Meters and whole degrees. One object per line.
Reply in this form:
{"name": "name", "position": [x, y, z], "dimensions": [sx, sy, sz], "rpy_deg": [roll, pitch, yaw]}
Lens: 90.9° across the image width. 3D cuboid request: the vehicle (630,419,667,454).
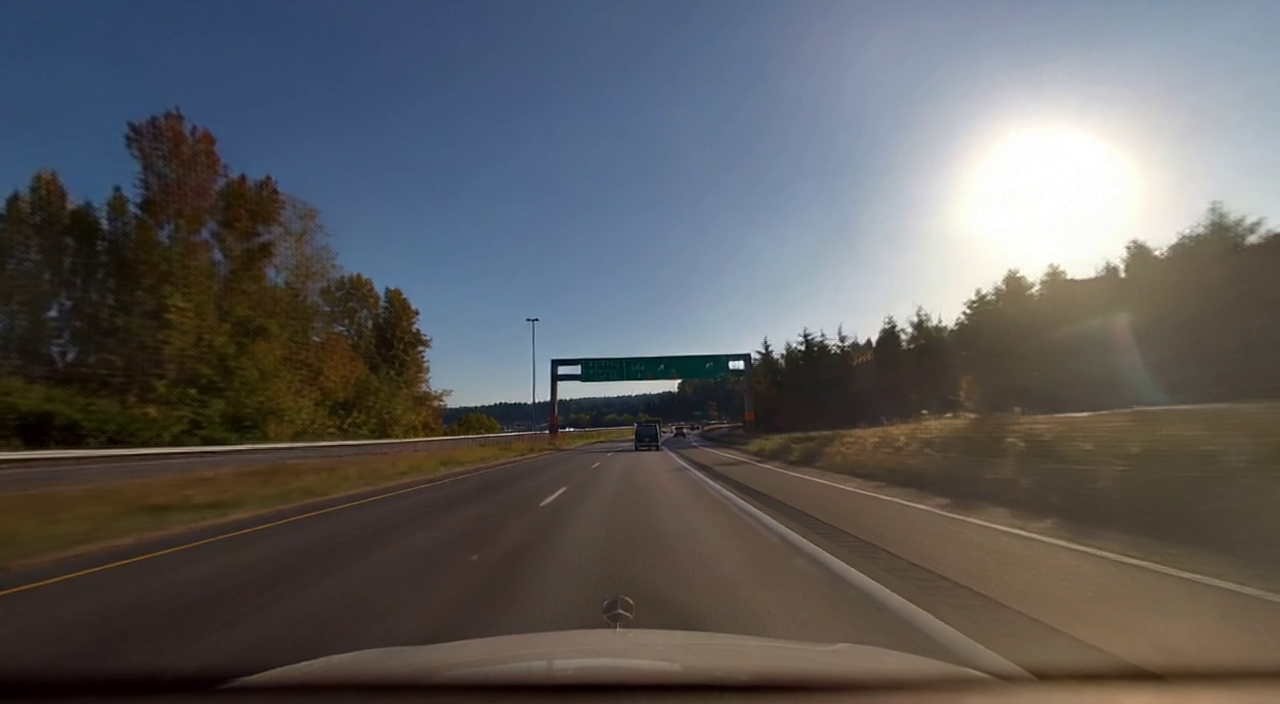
{"name": "vehicle", "position": [0.577, 5.909, 44.098], "dimensions": [2.450, 2.314, 4.753], "rpy_deg": [0, -8, 1]}
